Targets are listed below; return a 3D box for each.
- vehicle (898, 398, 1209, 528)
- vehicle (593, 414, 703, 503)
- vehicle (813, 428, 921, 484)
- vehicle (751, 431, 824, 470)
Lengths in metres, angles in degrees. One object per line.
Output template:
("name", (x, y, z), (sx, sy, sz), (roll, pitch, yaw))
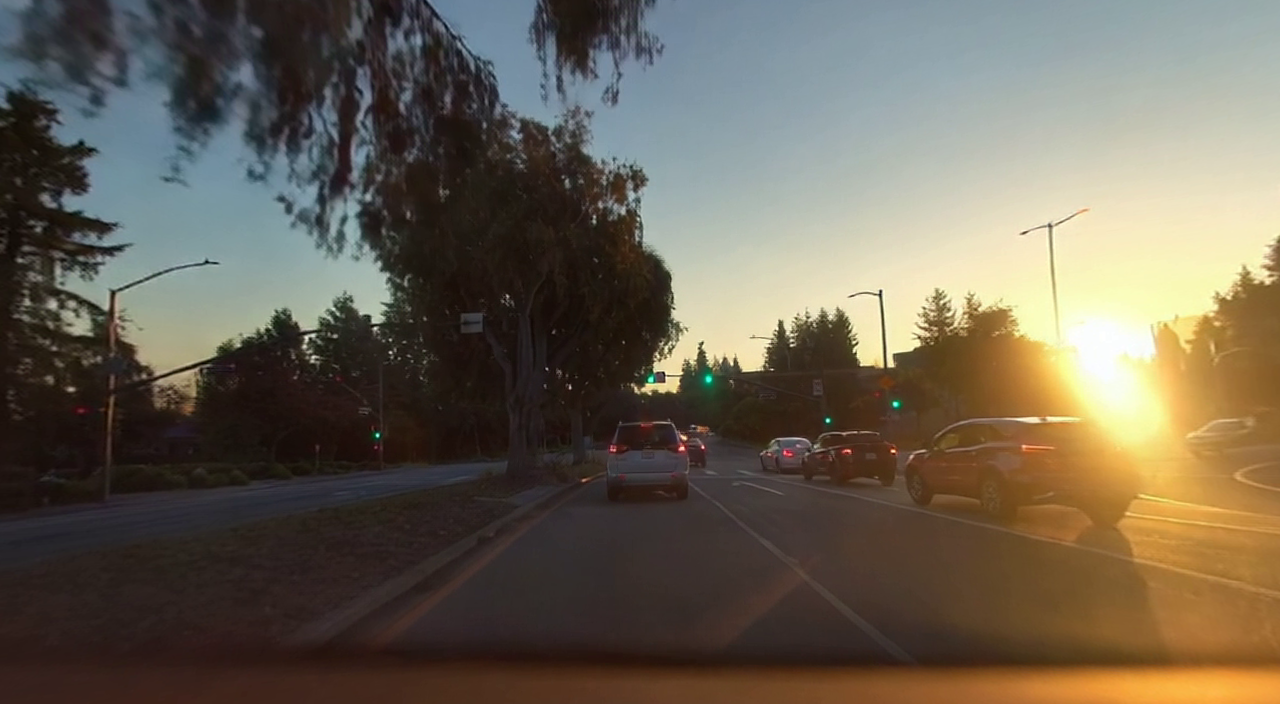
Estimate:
("vehicle", (7.128, 2.026, 11.932), (2.251, 1.873, 5.346), (0, -9, 0))
("vehicle", (0.148, 2.599, 15.688), (2.353, 1.894, 4.122), (0, -9, -1))
("vehicle", (7.343, 3.431, 20.942), (2.025, 1.642, 4.189), (0, -9, 0))
("vehicle", (7.339, 4.986, 32.002), (2.440, 1.775, 4.791), (0, -9, -1))
